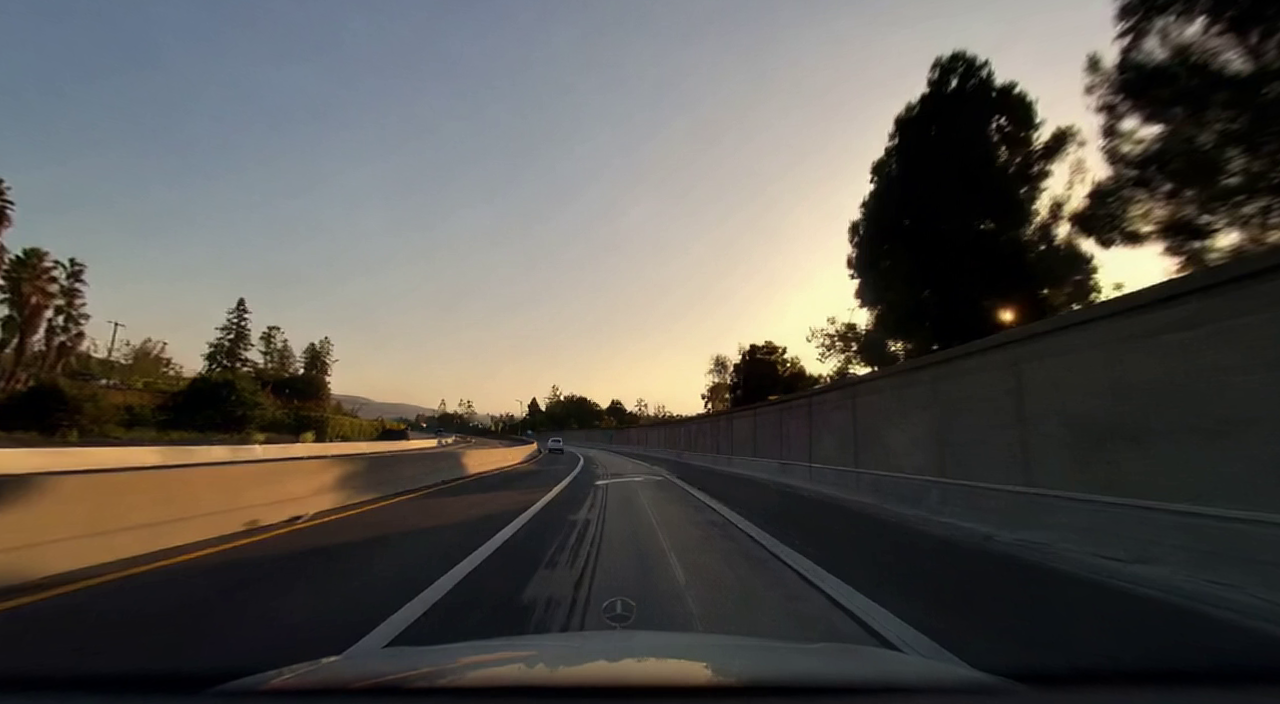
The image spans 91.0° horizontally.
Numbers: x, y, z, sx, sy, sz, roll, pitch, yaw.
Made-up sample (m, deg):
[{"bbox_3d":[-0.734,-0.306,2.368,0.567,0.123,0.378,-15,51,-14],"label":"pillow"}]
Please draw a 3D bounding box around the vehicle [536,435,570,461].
[{"bbox_3d":[-6.675,7.482,48.993,2.410,1.873,4.784,0,-8,-5],"label":"vehicle"}]
